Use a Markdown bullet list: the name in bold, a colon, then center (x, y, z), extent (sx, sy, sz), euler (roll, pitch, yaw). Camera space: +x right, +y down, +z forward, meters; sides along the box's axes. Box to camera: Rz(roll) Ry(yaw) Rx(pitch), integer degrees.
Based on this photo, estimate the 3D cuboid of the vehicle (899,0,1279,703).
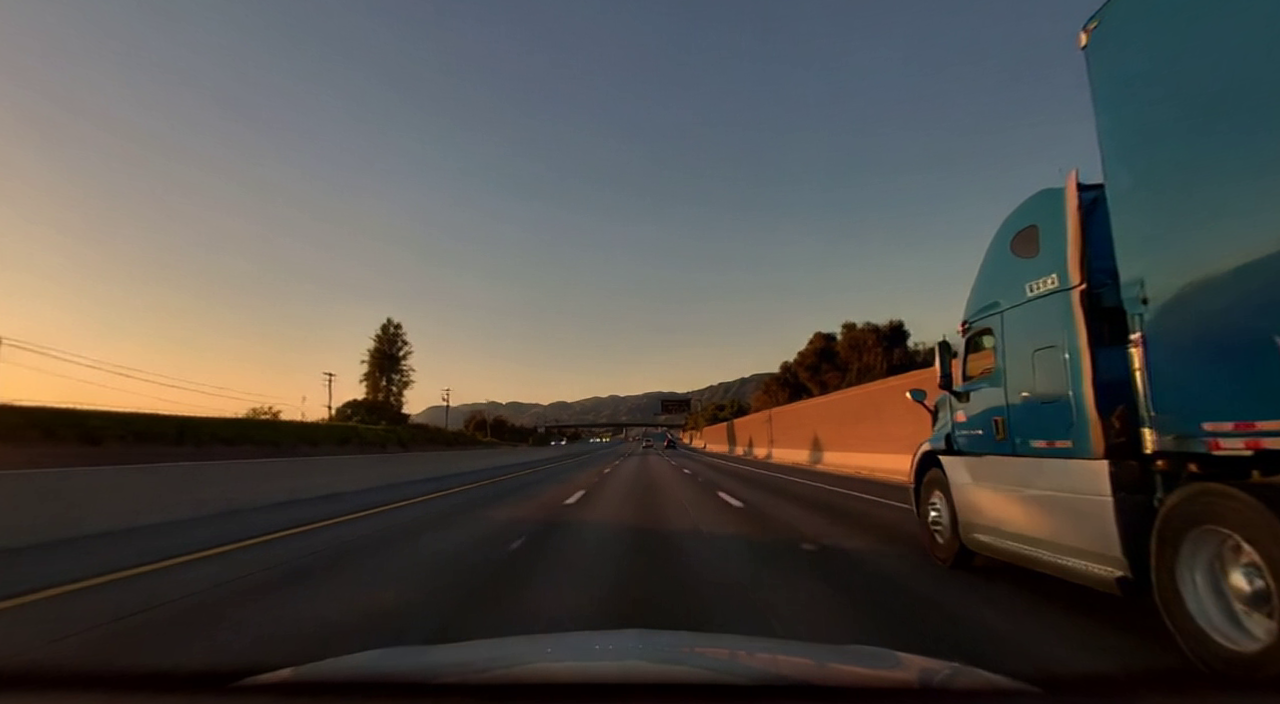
- **vehicle**: center (4.104, -0.362, 1.433), extent (3.012, 3.768, 8.945), euler (0, -8, -1)
